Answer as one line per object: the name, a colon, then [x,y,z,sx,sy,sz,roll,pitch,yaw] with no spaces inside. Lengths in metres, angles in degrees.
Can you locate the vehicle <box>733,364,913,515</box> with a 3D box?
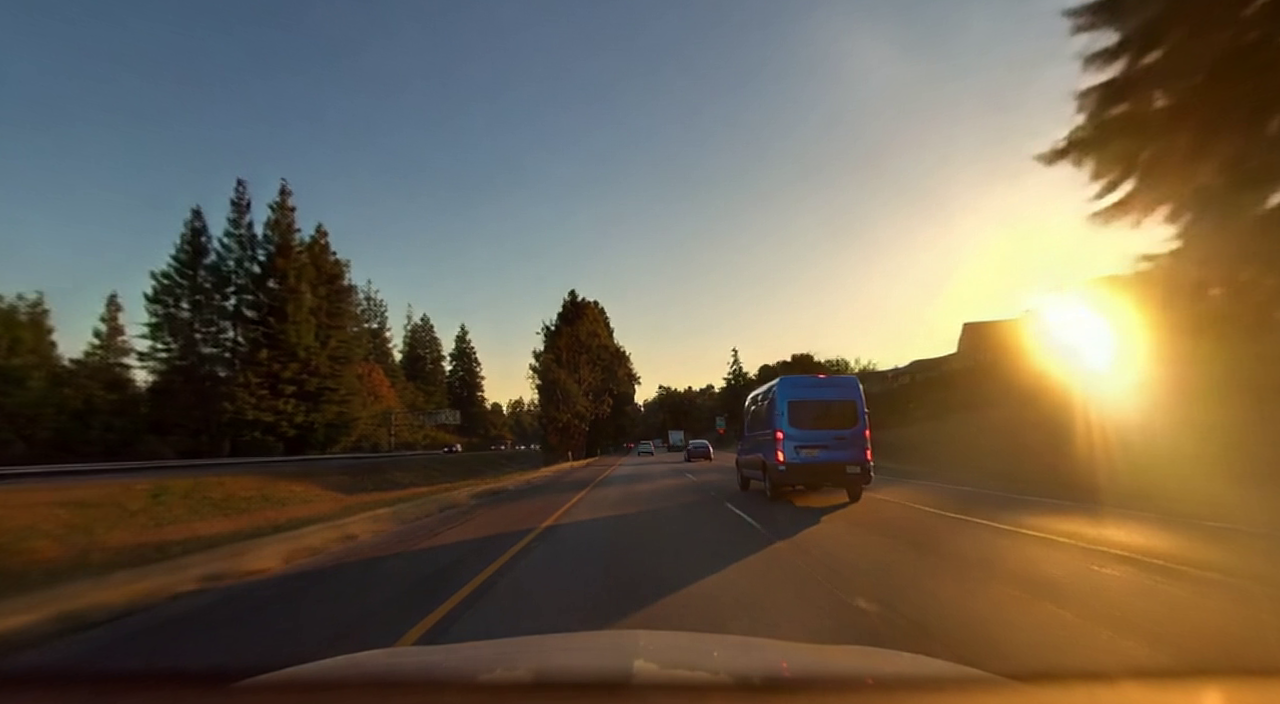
vehicle: [3.684,1.982,14.219,2.302,2.670,5.912,0,-8,1]

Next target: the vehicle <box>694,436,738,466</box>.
vehicle: [4.402,5.858,37.298,2.034,1.651,4.342,0,-8,0]
